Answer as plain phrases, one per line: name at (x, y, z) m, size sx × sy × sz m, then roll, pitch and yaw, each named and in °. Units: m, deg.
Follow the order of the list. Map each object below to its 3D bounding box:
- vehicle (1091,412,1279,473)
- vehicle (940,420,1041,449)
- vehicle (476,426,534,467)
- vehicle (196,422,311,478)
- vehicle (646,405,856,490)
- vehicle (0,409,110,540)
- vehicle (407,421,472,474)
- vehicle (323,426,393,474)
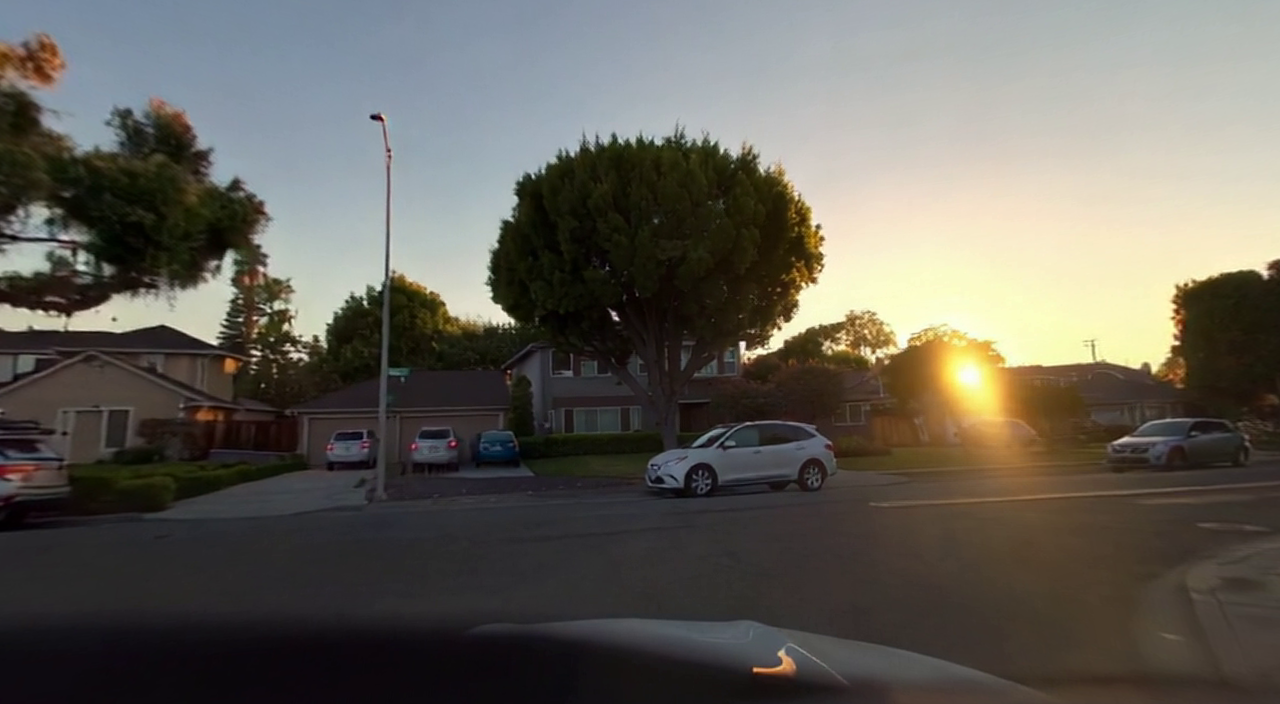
vehicle at (18.159, 3.015, 21.096) m, size 5.179 × 1.847 × 2.219 m, roll 2°, pitch -11°, yaw -19°
vehicle at (20.028, 4.818, 36.321) m, size 1.967 × 1.523 × 4.619 m, roll 6°, pitch -11°, yaw -32°
vehicle at (-6.221, 4.330, 28.778) m, size 2.005 × 1.699 × 4.234 m, roll 3°, pitch -10°, yaw -19°
vehicle at (-15.748, 3.976, 25.598) m, size 5.475 × 2.043 × 2.307 m, roll -8°, pitch -12°, yaw 41°
vehicle at (2.808, 2.522, 16.460) m, size 4.919 × 1.969 × 2.104 m, roll 3°, pitch -10°, yaw -14°
vehicle at (-13.703, 2.210, 11.626) m, size 5.419 × 2.292 × 2.272 m, roll 3°, pitch -8°, yaw -18°
vehicle at (-8.490, 4.049, 26.840) m, size 2.278 × 1.969 × 5.533 m, roll 3°, pitch -9°, yaw -17°
vehicle at (-12.391, 4.356, 28.113) m, size 2.391 × 1.894 × 5.075 m, roll 3°, pitch -10°, yaw -19°
